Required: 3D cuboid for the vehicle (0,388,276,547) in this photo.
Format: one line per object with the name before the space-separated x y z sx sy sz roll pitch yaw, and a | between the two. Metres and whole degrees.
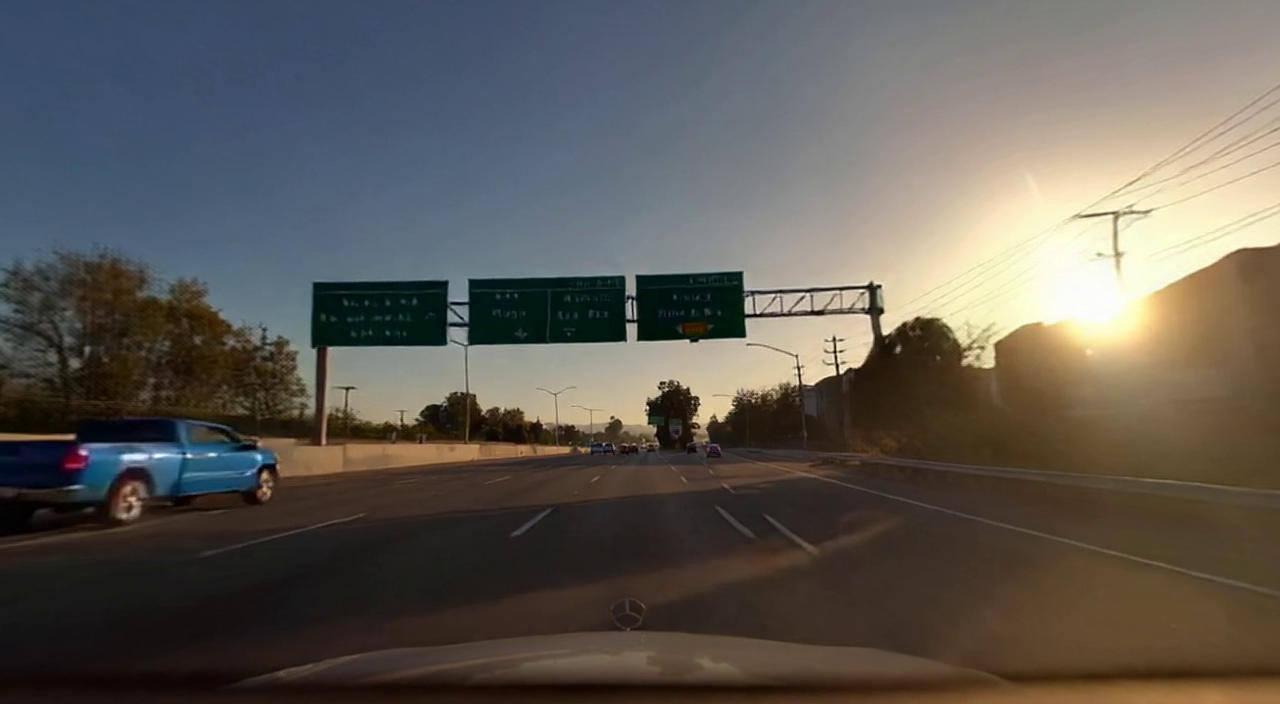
vehicle | -10.131 2.064 11.903 2.667 2.213 6.081 0 -8 1
